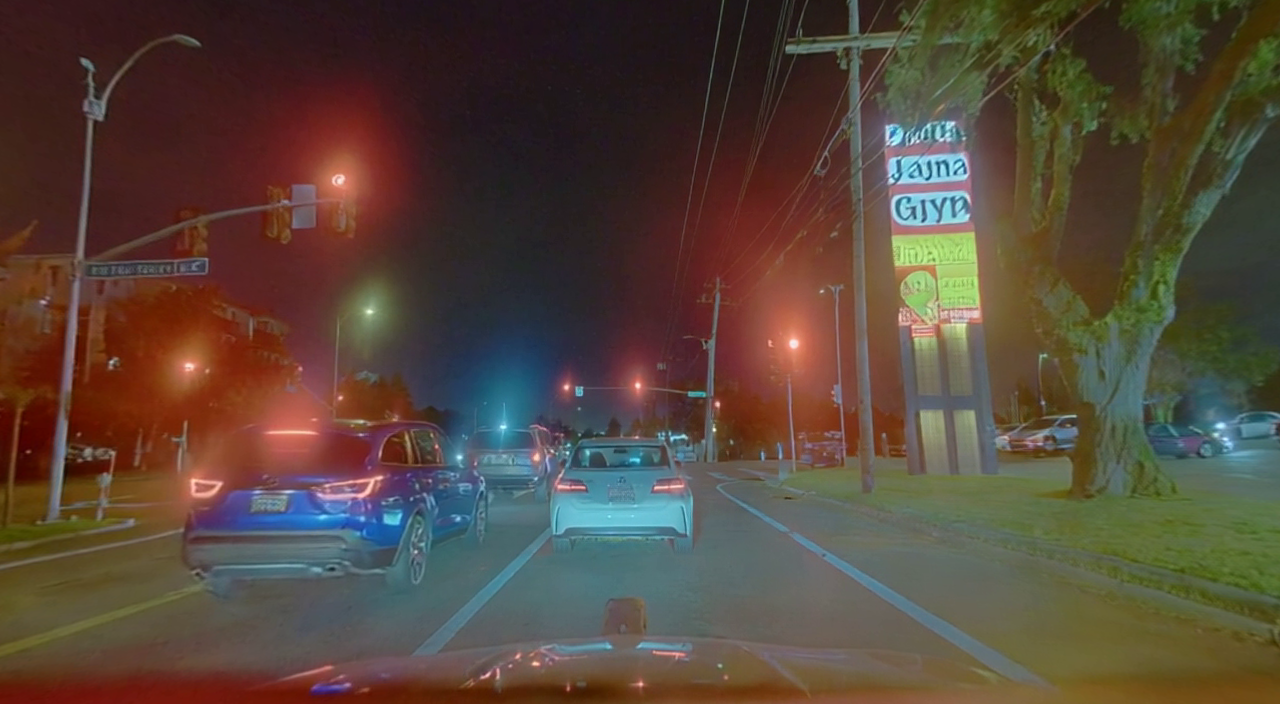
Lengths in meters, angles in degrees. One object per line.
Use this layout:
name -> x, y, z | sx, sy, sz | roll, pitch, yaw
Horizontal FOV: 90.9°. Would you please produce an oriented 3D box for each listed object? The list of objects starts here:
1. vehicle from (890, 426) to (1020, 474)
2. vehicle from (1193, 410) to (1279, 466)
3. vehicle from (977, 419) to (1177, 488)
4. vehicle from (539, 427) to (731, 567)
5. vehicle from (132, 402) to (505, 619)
vehicle -> 10.643, 3.351, 21.731 | 1.842, 1.471, 4.481 | 1, -8, -5
vehicle -> 18.709, 2.558, 18.671 | 4.446, 1.511, 1.977 | 4, -10, -29
vehicle -> 10.528, 2.491, 15.690 | 1.888, 1.455, 4.268 | 0, -8, 0
vehicle -> -0.147, 1.873, 8.980 | 2.070, 1.481, 4.216 | 0, -8, -3
vehicle -> -2.932, 1.523, 6.932 | 2.003, 1.681, 3.878 | 0, -8, 0
